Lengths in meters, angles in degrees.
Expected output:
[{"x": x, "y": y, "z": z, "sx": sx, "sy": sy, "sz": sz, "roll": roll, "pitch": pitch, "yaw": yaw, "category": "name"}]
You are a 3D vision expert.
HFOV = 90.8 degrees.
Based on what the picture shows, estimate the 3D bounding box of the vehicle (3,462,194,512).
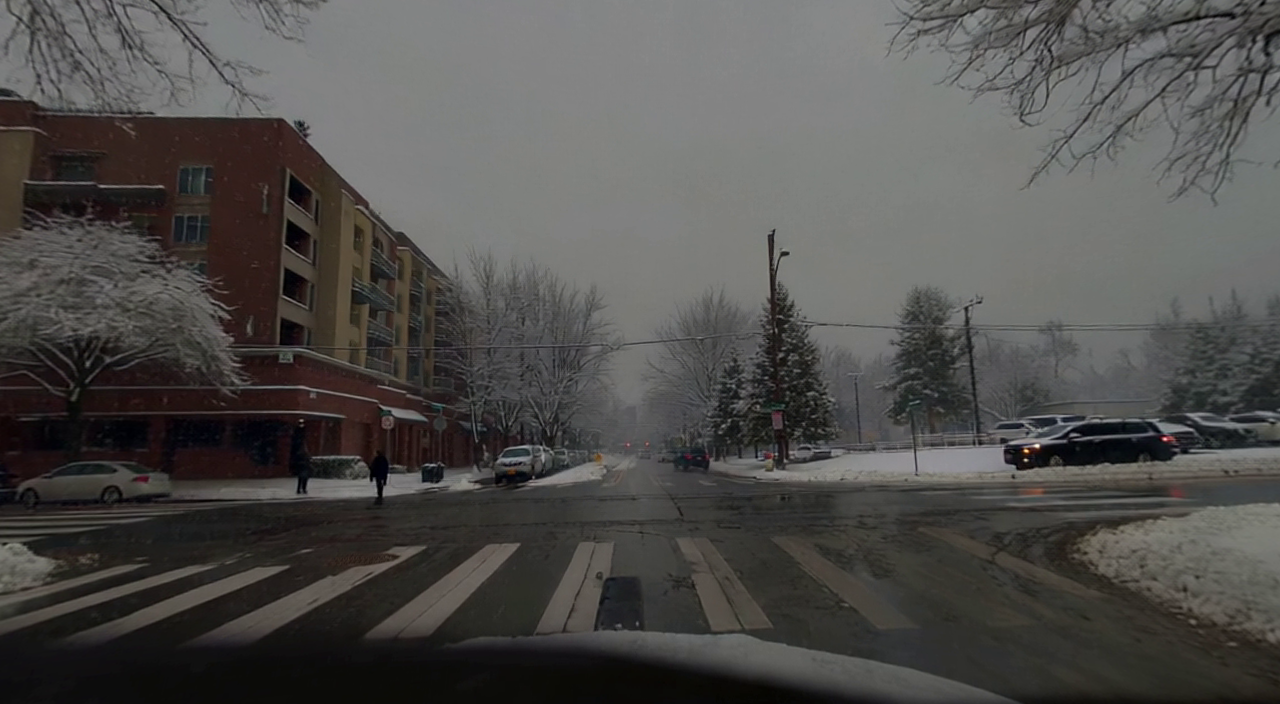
[{"x": -17.317, "y": 4.315, "z": 20.369, "sx": 4.439, "sy": 1.448, "sz": 1.793, "roll": 0, "pitch": -9, "yaw": 0, "category": "vehicle"}]

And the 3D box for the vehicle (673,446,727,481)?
[{"x": 3.307, "y": 5.919, "z": 33.877, "sx": 1.942, "sy": 1.603, "sz": 3.785, "roll": 1, "pitch": -8, "yaw": 20, "category": "vehicle"}]

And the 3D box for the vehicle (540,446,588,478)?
[{"x": -4.459, "y": 6.543, "z": 37.688, "sx": 2.102, "sy": 1.768, "sz": 4.290, "roll": -1, "pitch": -9, "yaw": 3, "category": "vehicle"}]

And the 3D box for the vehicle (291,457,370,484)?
[{"x": -23.208, "y": 8.881, "z": 47.458, "sx": 4.844, "sy": 1.836, "sz": 2.117, "roll": -1, "pitch": -8, "yaw": 4, "category": "vehicle"}]

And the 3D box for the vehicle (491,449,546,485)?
[{"x": -7.617, "y": 7.249, "z": 40.248, "sx": 2.193, "sy": 1.814, "sz": 5.061, "roll": -9, "pitch": -8, "yaw": 0, "category": "vehicle"}]

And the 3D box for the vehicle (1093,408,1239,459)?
[{"x": 22.303, "y": 3.531, "z": 27.140, "sx": 2.137, "sy": 1.962, "sz": 4.988, "roll": -1, "pitch": -8, "yaw": 3, "category": "vehicle"}]

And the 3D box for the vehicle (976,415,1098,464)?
[{"x": 16.742, "y": 3.789, "z": 26.992, "sx": 2.041, "sy": 1.921, "sz": 4.574, "roll": 0, "pitch": -9, "yaw": -2, "category": "vehicle"}]

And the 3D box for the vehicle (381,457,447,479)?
[{"x": -16.882, "y": 8.652, "z": 47.360, "sx": 4.203, "sy": 1.544, "sz": 1.889, "roll": -1, "pitch": -8, "yaw": 2, "category": "vehicle"}]

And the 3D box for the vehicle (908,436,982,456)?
[{"x": 23.013, "y": 7.086, "z": 47.767, "sx": 4.528, "sy": 1.475, "sz": 2.070, "roll": 0, "pitch": -8, "yaw": 3, "category": "vehicle"}]
